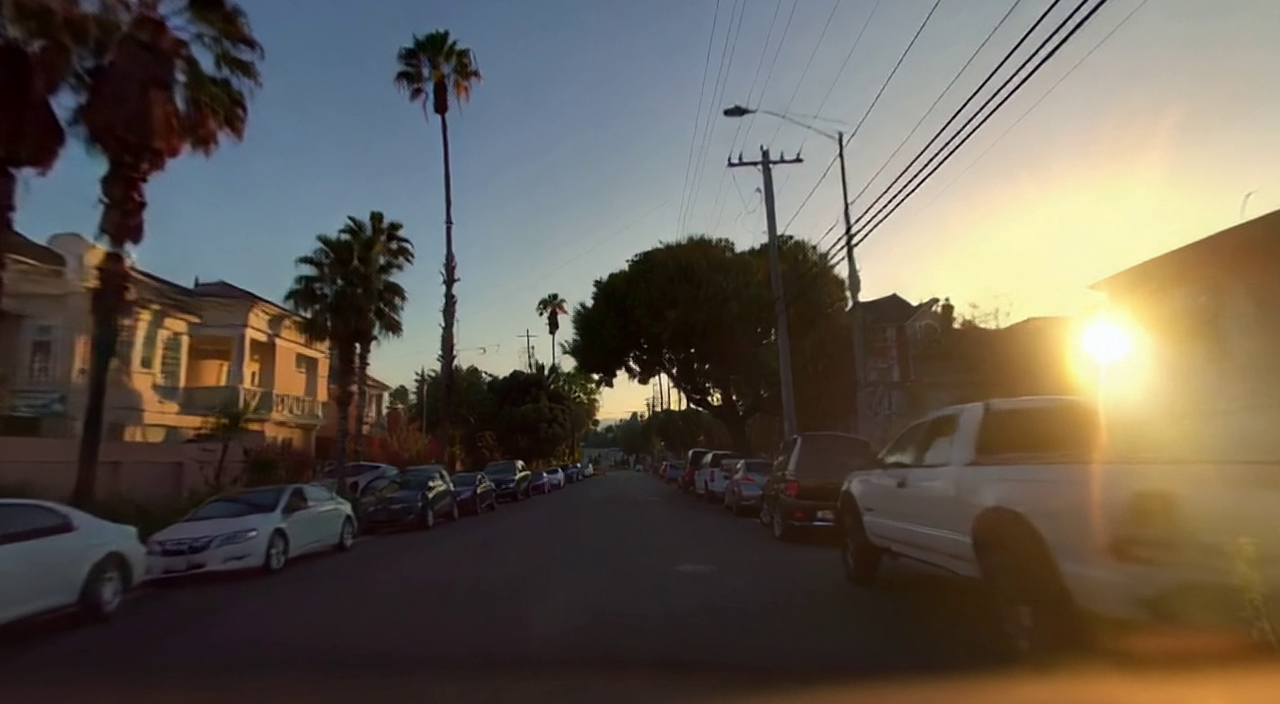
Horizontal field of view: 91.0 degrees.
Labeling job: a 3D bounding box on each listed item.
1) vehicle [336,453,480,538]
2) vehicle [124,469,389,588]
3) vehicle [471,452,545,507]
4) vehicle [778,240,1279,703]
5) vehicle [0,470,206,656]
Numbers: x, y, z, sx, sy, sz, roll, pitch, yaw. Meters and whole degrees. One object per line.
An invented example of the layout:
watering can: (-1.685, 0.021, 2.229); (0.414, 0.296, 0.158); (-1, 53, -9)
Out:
vehicle: (-6.263, 3.881, 17.788); (2.349, 1.952, 4.848); (0, -8, -2)
vehicle: (-6.313, 2.909, 11.184); (1.874, 1.449, 4.622); (0, -8, -1)
vehicle: (-6.172, 6.015, 30.312); (2.281, 2.248, 5.873); (0, -8, 0)
vehicle: (2.944, 1.068, 4.718); (2.268, 1.953, 6.124); (0, -8, -2)
vehicle: (-6.517, 1.958, 5.854); (1.841, 1.491, 4.525); (0, -8, -2)
